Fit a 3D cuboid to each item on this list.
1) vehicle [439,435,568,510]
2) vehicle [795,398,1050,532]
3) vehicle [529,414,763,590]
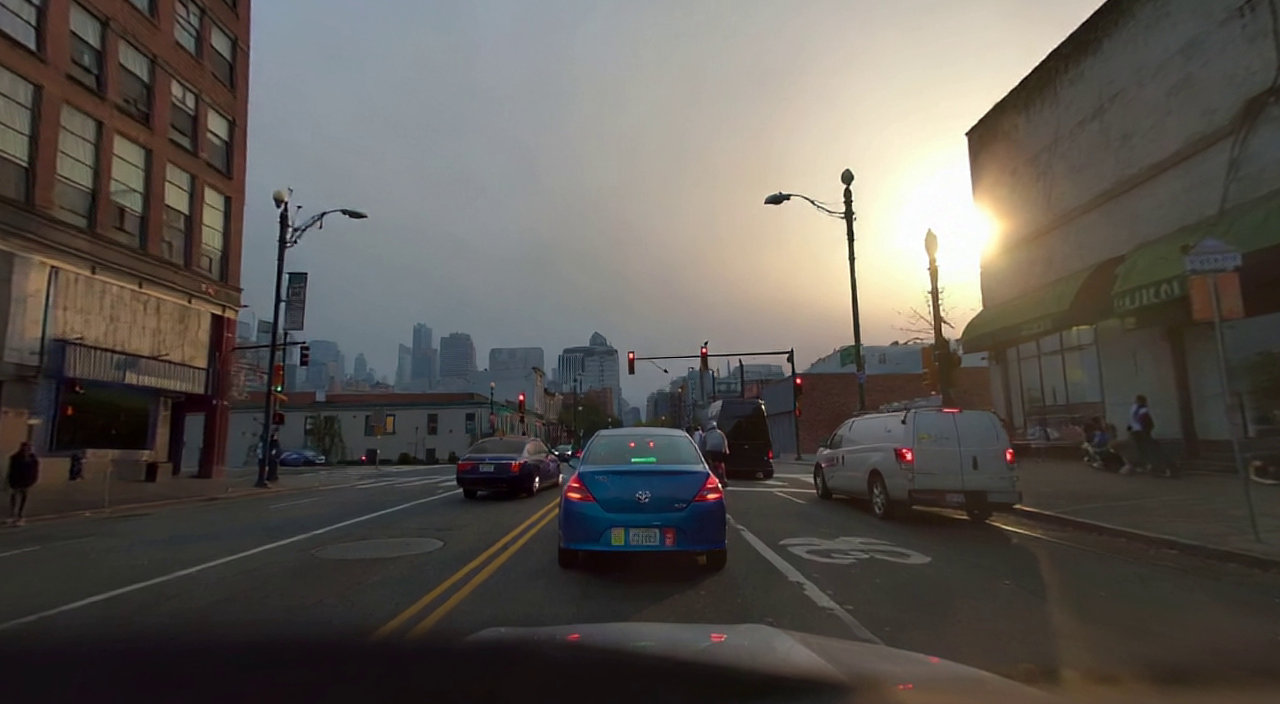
[{"bbox_3d":[-2.943,2.722,14.722,2.039,1.452,4.489,0,-9,0],"label":"vehicle"},{"bbox_3d":[4.513,1.923,11.171,2.142,1.829,4.767,0,-9,-2],"label":"vehicle"},{"bbox_3d":[0.041,1.650,7.721,2.091,1.557,4.000,0,-9,0],"label":"vehicle"}]
